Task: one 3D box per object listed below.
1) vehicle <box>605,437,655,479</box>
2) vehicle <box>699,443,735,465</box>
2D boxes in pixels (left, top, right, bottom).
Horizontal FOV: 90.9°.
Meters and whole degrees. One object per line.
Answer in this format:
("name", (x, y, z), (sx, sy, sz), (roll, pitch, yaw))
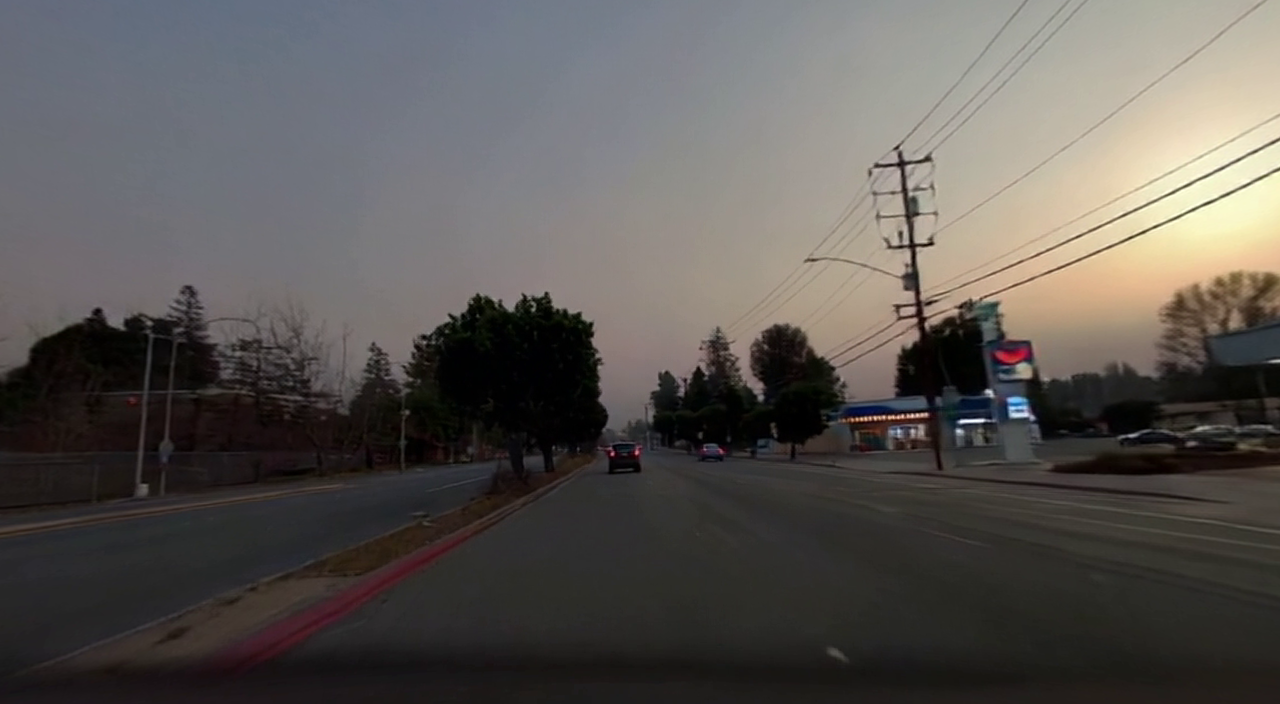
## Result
("vehicle", (-0.571, 5.084, 30.531), (2.141, 1.842, 4.889), (0, -8, -4))
("vehicle", (5.318, 7.070, 43.849), (1.760, 1.481, 4.161), (0, -8, -3))
